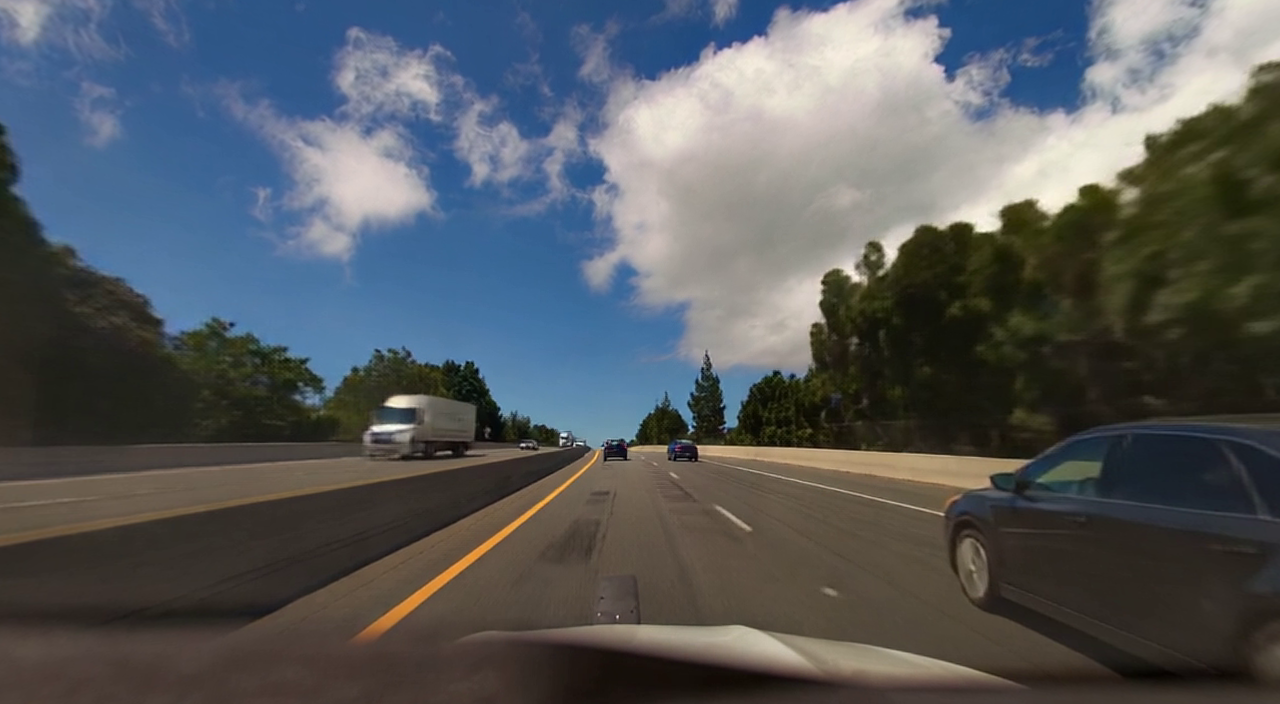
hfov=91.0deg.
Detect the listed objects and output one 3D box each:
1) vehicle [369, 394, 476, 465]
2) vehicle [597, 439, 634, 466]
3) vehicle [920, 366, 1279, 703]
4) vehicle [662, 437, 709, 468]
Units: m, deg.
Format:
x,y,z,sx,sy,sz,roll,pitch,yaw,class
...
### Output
x,y,z,sx,sy,sz,roll,pitch,yaw,class
-12.420,4.653,37.039,3.188,3.647,8.856,0,-8,-1,vehicle
-1.563,6.259,39.433,2.178,1.559,4.254,0,-8,-3,vehicle
3.379,0.874,2.602,2.055,1.566,5.046,0,-8,-1,vehicle
2.394,5.431,34.104,2.146,1.546,3.796,0,-8,-1,vehicle
